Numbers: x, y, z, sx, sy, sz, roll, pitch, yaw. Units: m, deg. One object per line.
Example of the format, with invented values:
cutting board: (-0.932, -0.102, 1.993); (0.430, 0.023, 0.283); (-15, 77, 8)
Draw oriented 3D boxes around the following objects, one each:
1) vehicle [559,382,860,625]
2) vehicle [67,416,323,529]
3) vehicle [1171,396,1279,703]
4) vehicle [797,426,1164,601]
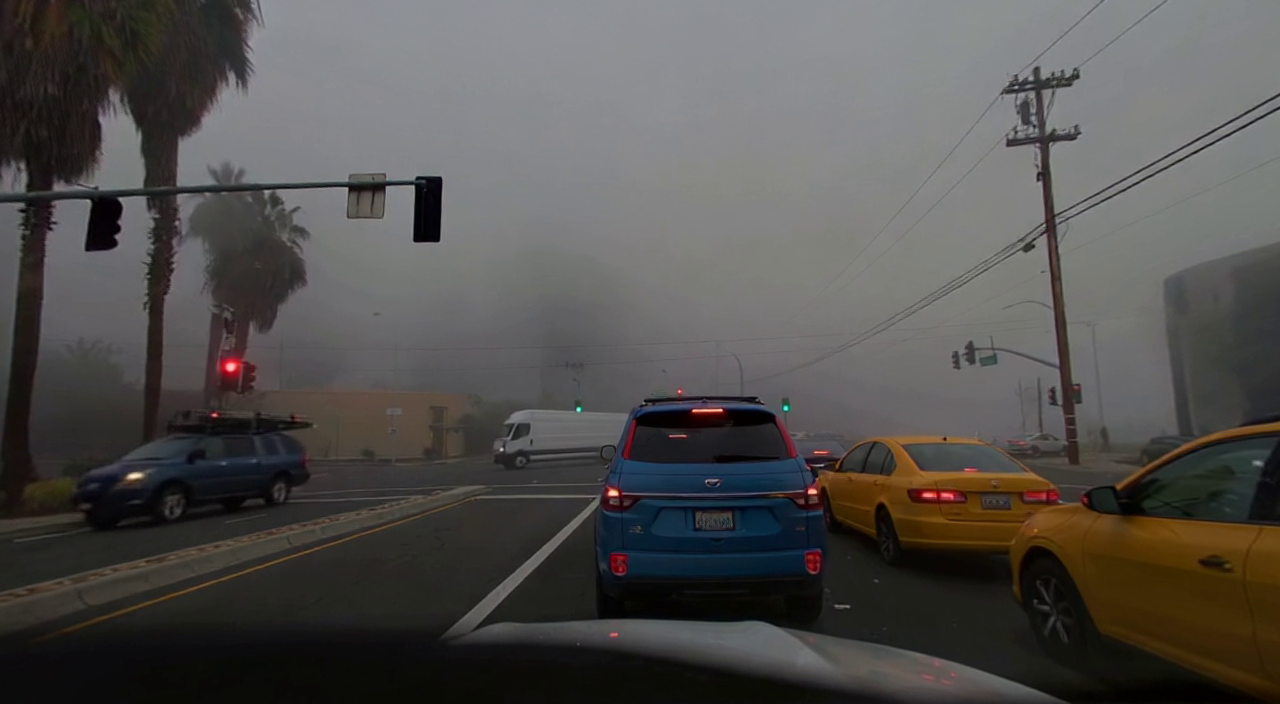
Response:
vehicle: (0.444, 1.436, 6.887); (2.228, 1.780, 4.269); (0, -9, -2)
vehicle: (-12.256, 3.342, 18.167); (2.230, 2.653, 5.869); (-2, -9, 12)
vehicle: (3.348, 0.650, 0.659); (1.805, 1.485, 4.348); (0, -9, 1)
vehicle: (3.420, 1.683, 7.507); (1.895, 1.456, 4.255); (0, -9, -2)
